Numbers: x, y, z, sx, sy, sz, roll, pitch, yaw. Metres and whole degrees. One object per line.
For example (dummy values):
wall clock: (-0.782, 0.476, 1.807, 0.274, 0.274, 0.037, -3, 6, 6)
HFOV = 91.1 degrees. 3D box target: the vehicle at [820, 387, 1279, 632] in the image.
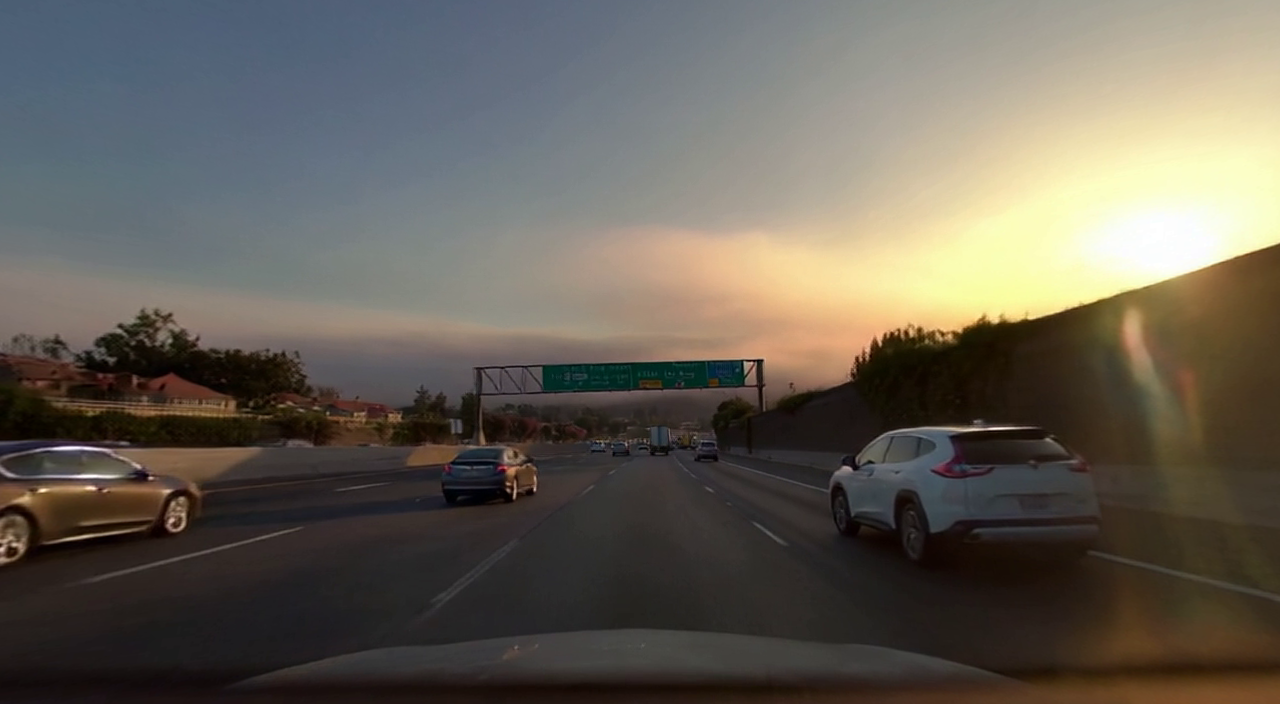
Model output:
vehicle: (3.704, 1.446, 6.811, 2.108, 1.709, 4.703, 0, -8, 0)

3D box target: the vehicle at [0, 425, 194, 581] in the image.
vehicle: (-7.098, 1.511, 6.455, 1.909, 1.482, 4.140, 0, -8, 1)

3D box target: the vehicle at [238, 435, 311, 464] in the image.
vehicle: (-20.453, 5.480, 35.298, 1.718, 1.525, 3.736, -1, -8, 3)

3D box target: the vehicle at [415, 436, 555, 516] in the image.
vehicle: (-3.207, 2.639, 13.928, 1.947, 1.479, 4.114, 0, -8, 2)
